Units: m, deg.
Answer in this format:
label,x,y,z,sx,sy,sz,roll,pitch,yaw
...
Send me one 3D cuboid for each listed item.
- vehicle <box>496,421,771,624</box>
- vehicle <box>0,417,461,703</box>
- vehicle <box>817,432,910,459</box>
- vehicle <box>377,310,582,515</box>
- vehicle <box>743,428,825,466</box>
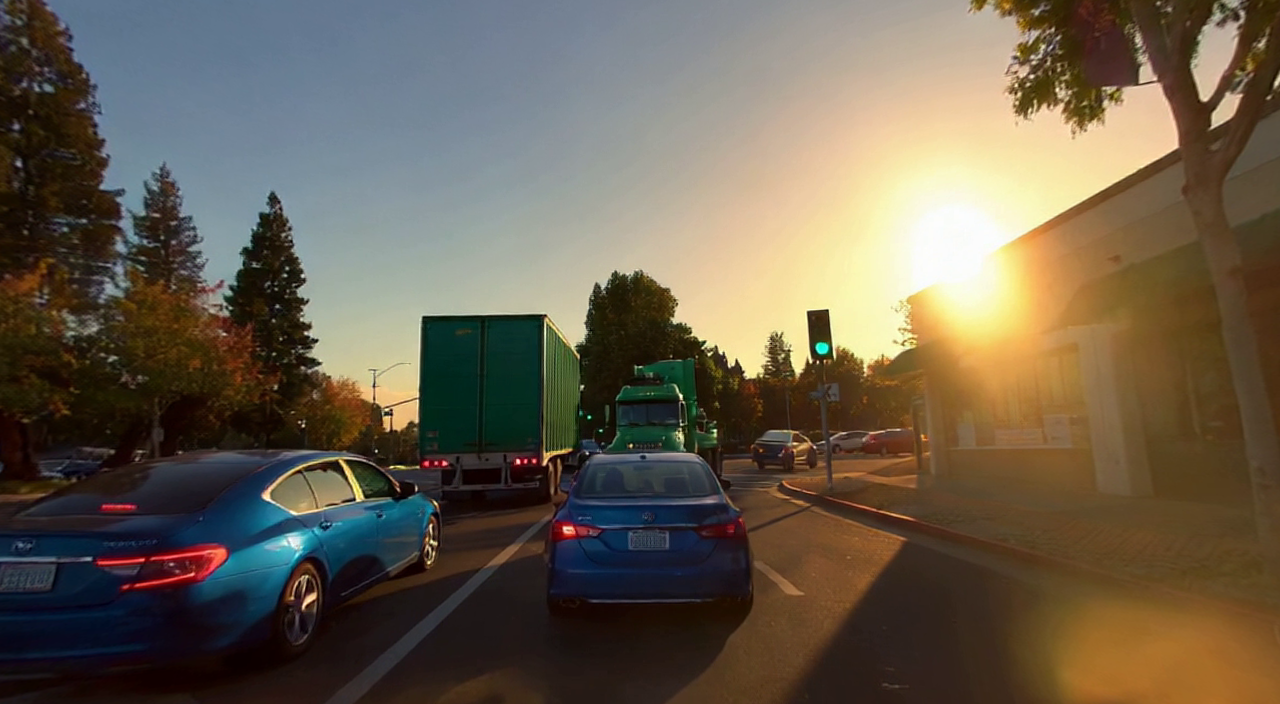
label,x,y,z,sx,sy,sz,roll,pitch,yaw
vehicle,-0.100,1.595,6.870,2.067,1.506,4.118,0,-8,-2
vehicle,-3.102,1.370,5.177,1.969,1.471,4.378,0,-8,0
vehicle,12.681,5.351,35.839,4.574,1.478,1.880,0,-8,3
vehicle,-3.267,1.604,15.187,3.020,3.800,7.105,0,-8,0
vehicle,7.525,5.044,33.375,2.061,1.845,4.829,3,-9,-17
